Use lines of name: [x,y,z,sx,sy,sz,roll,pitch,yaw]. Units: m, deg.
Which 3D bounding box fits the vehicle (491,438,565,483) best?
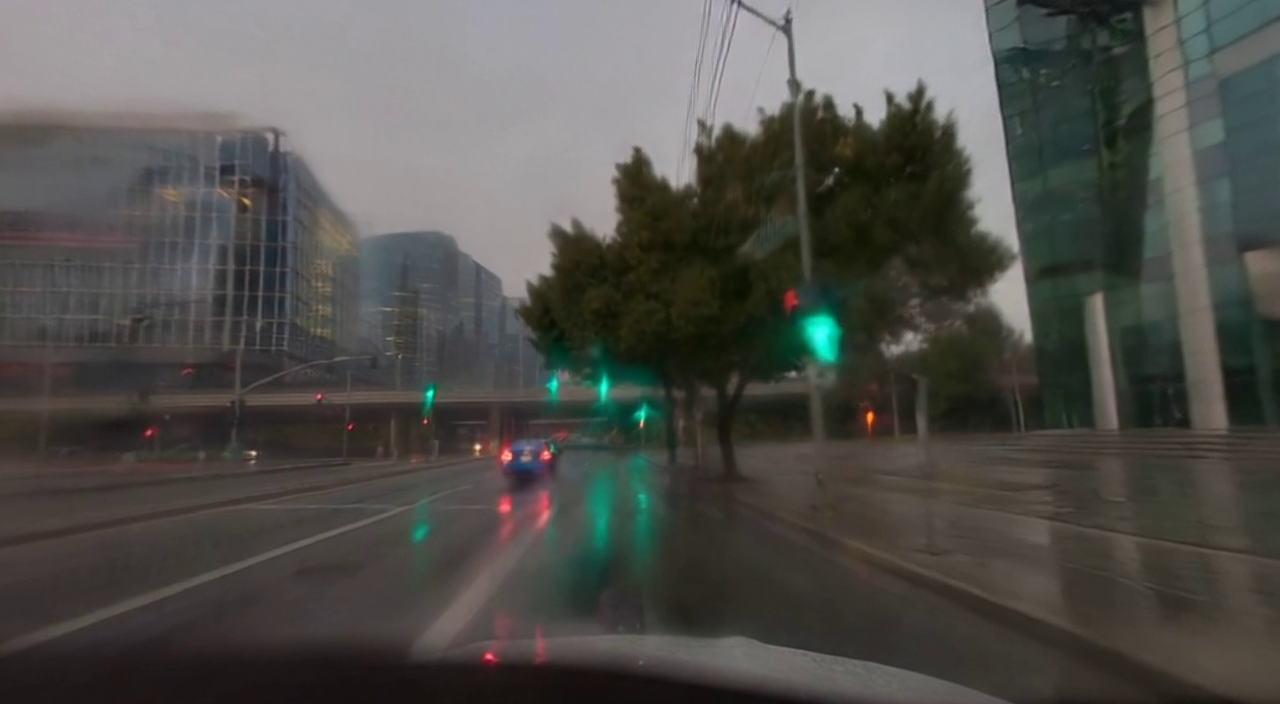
vehicle: [-4.018,3.965,23.429,2.154,1.465,4.532,0,-8,-3]
